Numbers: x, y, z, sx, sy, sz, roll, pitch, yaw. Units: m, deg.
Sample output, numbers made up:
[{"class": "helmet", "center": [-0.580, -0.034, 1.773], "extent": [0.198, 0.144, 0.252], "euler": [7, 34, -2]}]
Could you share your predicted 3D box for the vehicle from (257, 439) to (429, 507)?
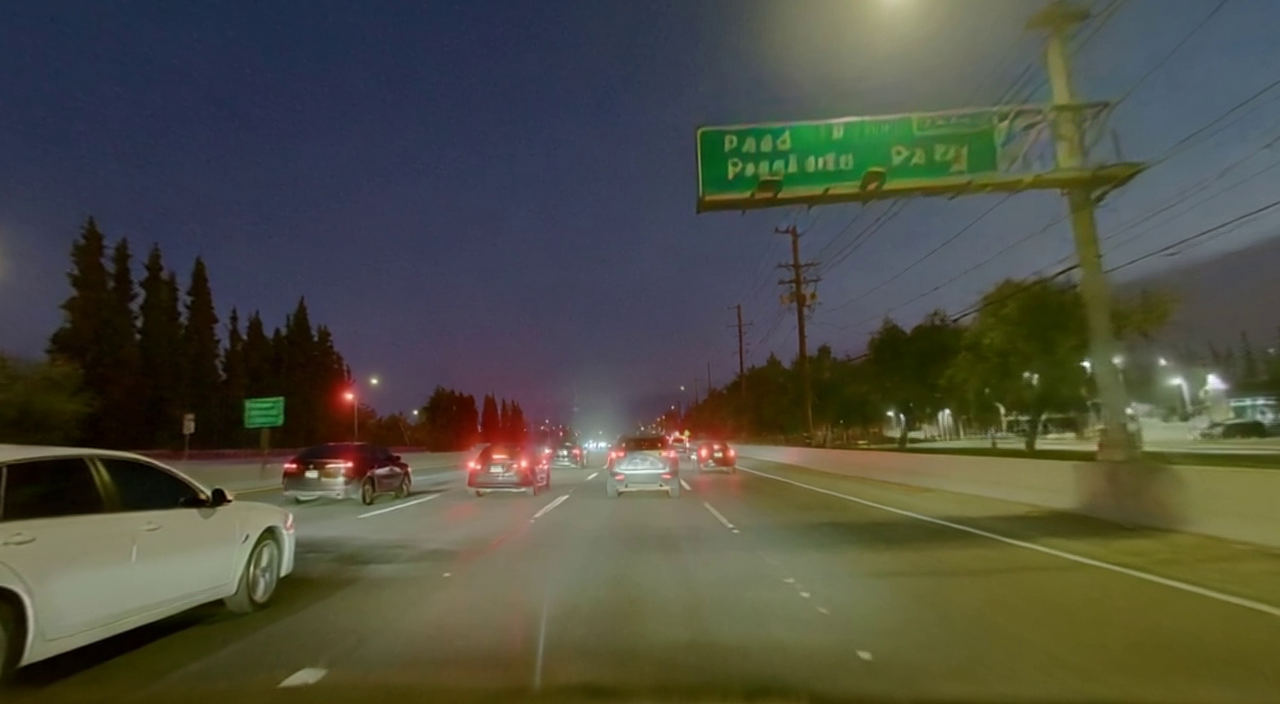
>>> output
[{"class": "vehicle", "center": [-7.104, 2.914, 15.789], "extent": [1.959, 1.435, 4.719], "euler": [0, -8, 1]}]

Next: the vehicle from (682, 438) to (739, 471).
[{"class": "vehicle", "center": [3.327, 4.928, 30.680], "extent": [2.197, 1.464, 4.356], "euler": [0, -8, -1]}]

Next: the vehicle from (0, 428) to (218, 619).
[{"class": "vehicle", "center": [-5.890, 1.357, 5.145], "extent": [1.958, 1.447, 4.454], "euler": [0, -8, -2]}]

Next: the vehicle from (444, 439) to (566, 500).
[{"class": "vehicle", "center": [-3.474, 3.134, 17.343], "extent": [2.203, 1.425, 4.610], "euler": [0, -8, 2]}]

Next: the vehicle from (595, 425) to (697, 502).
[{"class": "vehicle", "center": [0.154, 2.808, 16.241], "extent": [2.284, 1.699, 4.168], "euler": [0, -8, 0]}]
